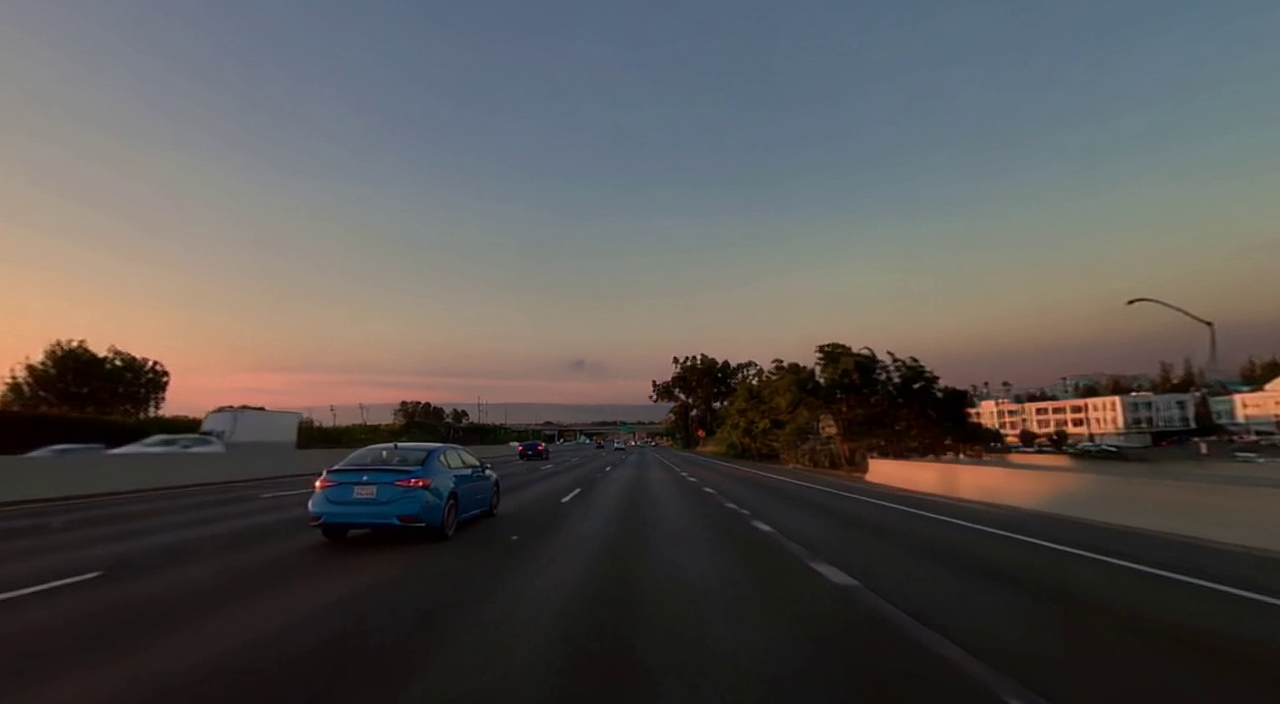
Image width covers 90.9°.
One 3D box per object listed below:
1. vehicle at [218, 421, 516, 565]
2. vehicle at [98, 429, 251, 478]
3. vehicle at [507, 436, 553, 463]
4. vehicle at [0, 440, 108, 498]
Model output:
[{"bbox_3d":[-3.489,1.908,9.441,2.144,1.565,4.951,0,-8,1],"label":"vehicle"},{"bbox_3d":[-21.078,4.641,29.077,2.462,2.008,6.004,0,-8,0],"label":"vehicle"},{"bbox_3d":[-7.194,6.455,41.699,2.118,1.675,4.395,0,-8,1],"label":"vehicle"},{"bbox_3d":[-17.405,3.162,17.302,1.812,1.481,4.294,0,-8,1],"label":"vehicle"}]
